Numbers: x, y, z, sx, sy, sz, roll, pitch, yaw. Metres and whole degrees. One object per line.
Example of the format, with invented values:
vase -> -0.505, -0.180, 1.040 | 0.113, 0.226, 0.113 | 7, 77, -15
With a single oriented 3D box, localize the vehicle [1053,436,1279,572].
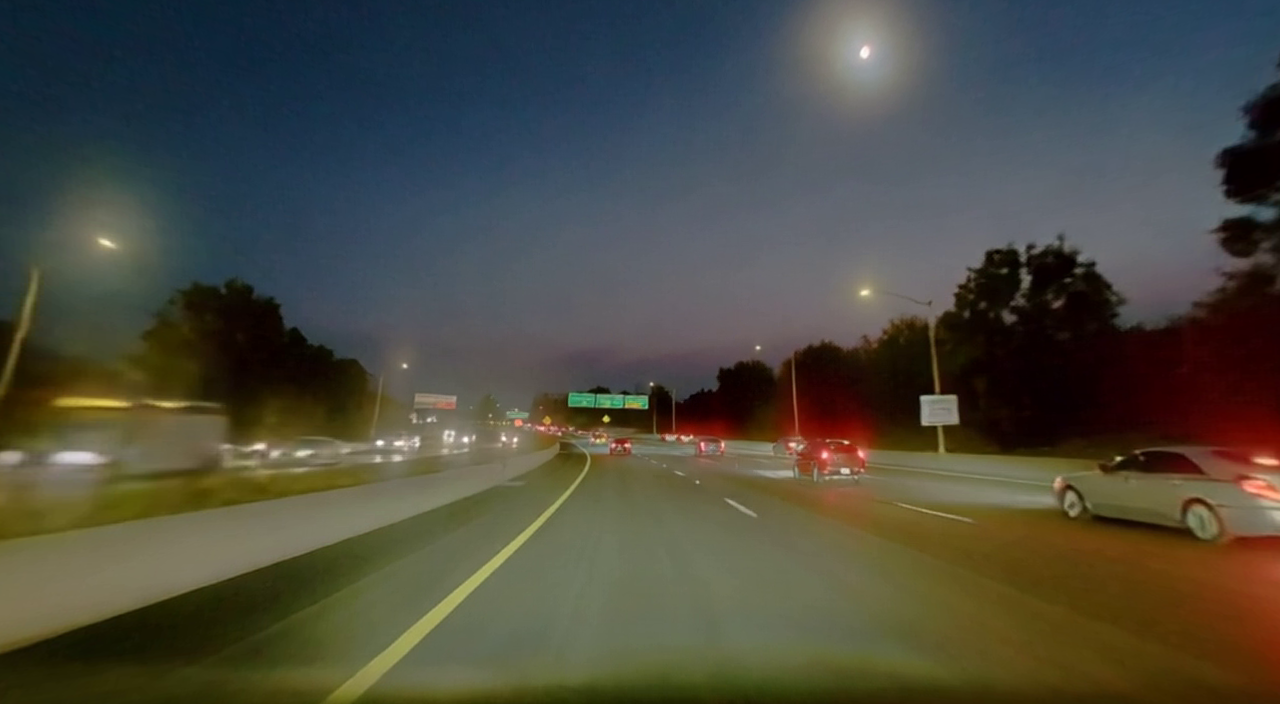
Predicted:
vehicle -> 7.548, 1.723, 7.594 | 2.042, 1.390, 4.386 | 0, -8, -3

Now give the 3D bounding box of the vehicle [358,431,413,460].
vehicle -> -15.634, 5.779, 39.010 | 1.912, 1.685, 3.901 | 1, -8, -4

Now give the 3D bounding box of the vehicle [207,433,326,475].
vehicle -> -14.598, 4.011, 25.105 | 1.817, 1.469, 4.981 | 0, -8, -2

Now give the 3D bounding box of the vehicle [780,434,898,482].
vehicle -> 6.745, 3.651, 22.119 | 2.196, 1.494, 4.735 | 1, -8, -6

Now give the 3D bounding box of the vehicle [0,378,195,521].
vehicle -> -9.784, 1.578, 10.312 | 2.064, 1.918, 4.078 | 0, -8, -1

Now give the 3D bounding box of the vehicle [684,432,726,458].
vehicle -> 4.301, 6.247, 42.558 | 2.094, 1.652, 3.955 | 1, -8, -5

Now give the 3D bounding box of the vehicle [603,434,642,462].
vehicle -> -1.064, 5.501, 36.238 | 2.090, 1.510, 4.280 | 1, -8, -4
